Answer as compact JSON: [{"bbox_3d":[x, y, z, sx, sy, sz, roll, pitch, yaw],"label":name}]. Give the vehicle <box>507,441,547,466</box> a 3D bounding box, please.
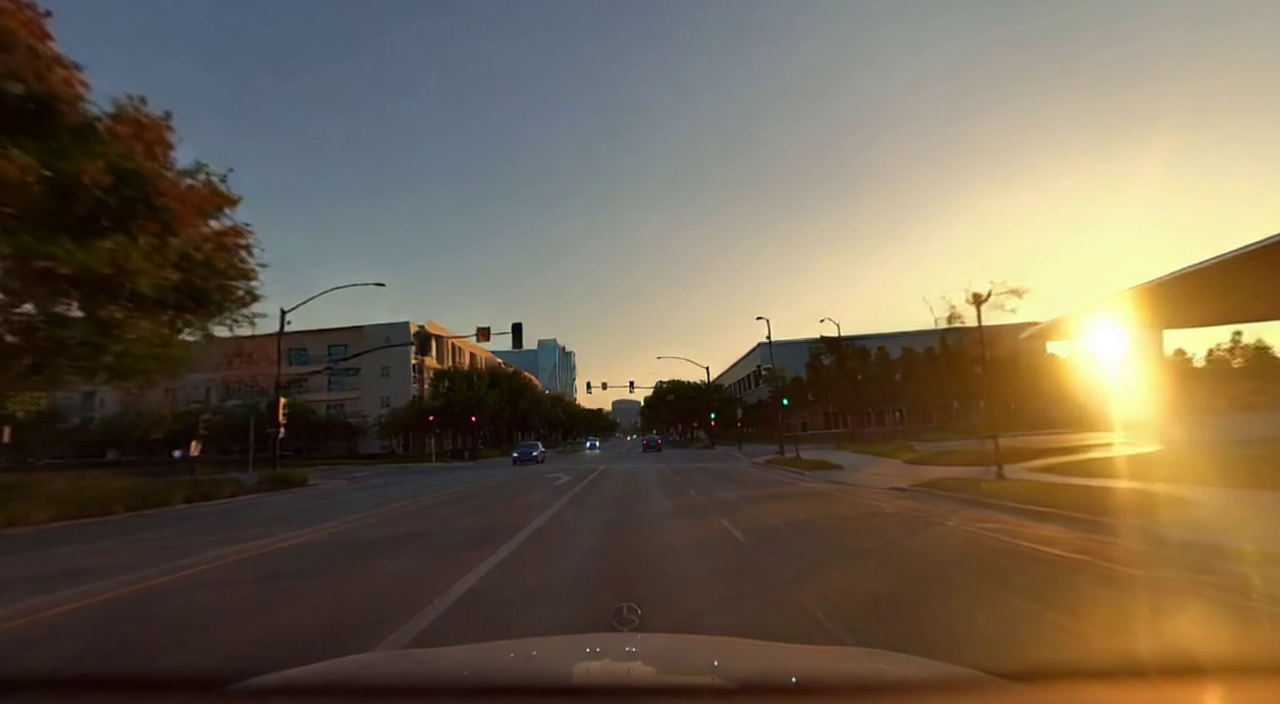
[{"bbox_3d":[-8.197,7.415,46.278,2.165,1.685,4.274,0,-9,-1],"label":"vehicle"}]
